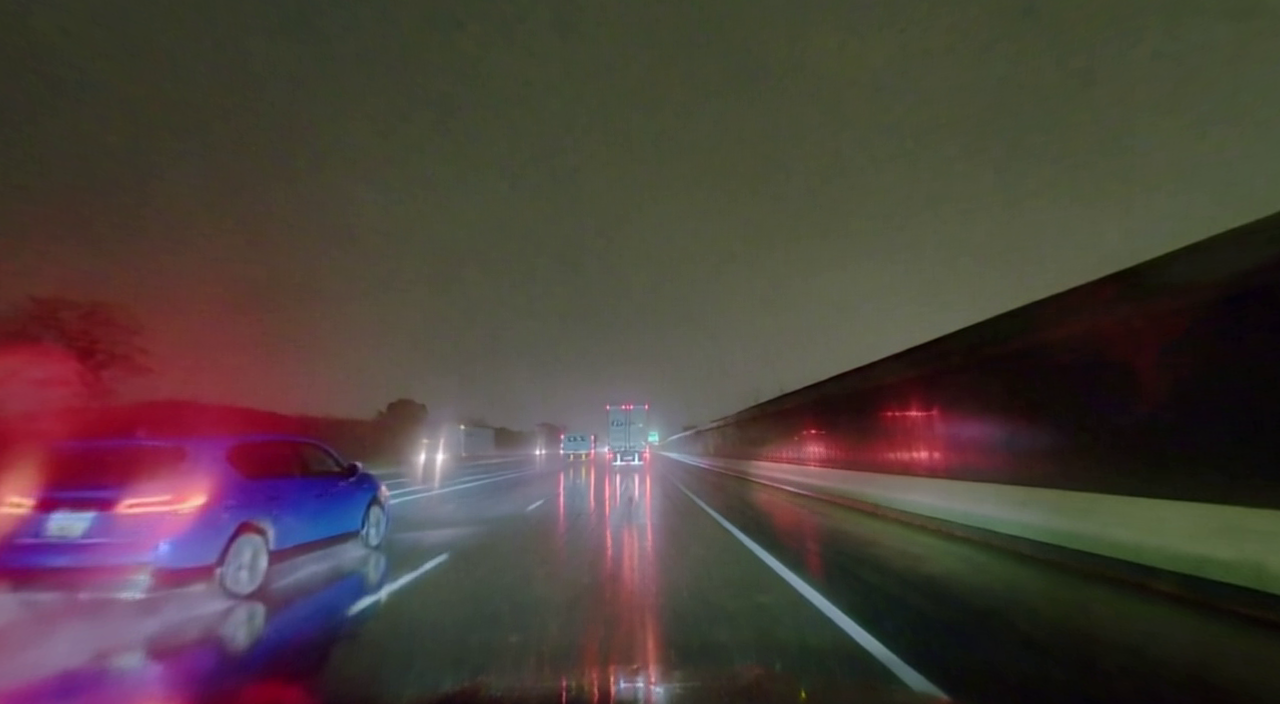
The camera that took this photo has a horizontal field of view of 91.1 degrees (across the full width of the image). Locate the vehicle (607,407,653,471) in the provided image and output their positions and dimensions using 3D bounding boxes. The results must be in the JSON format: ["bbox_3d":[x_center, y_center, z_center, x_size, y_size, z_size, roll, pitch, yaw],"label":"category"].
[{"bbox_3d":[-0.753,6.288,44.983,2.923,4.007,9.760,0,-9,-1],"label":"vehicle"}]

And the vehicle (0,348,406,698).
[{"bbox_3d":[-4.356,1.335,6.102,2.226,1.935,5.130,0,-9,-1],"label":"vehicle"}]
